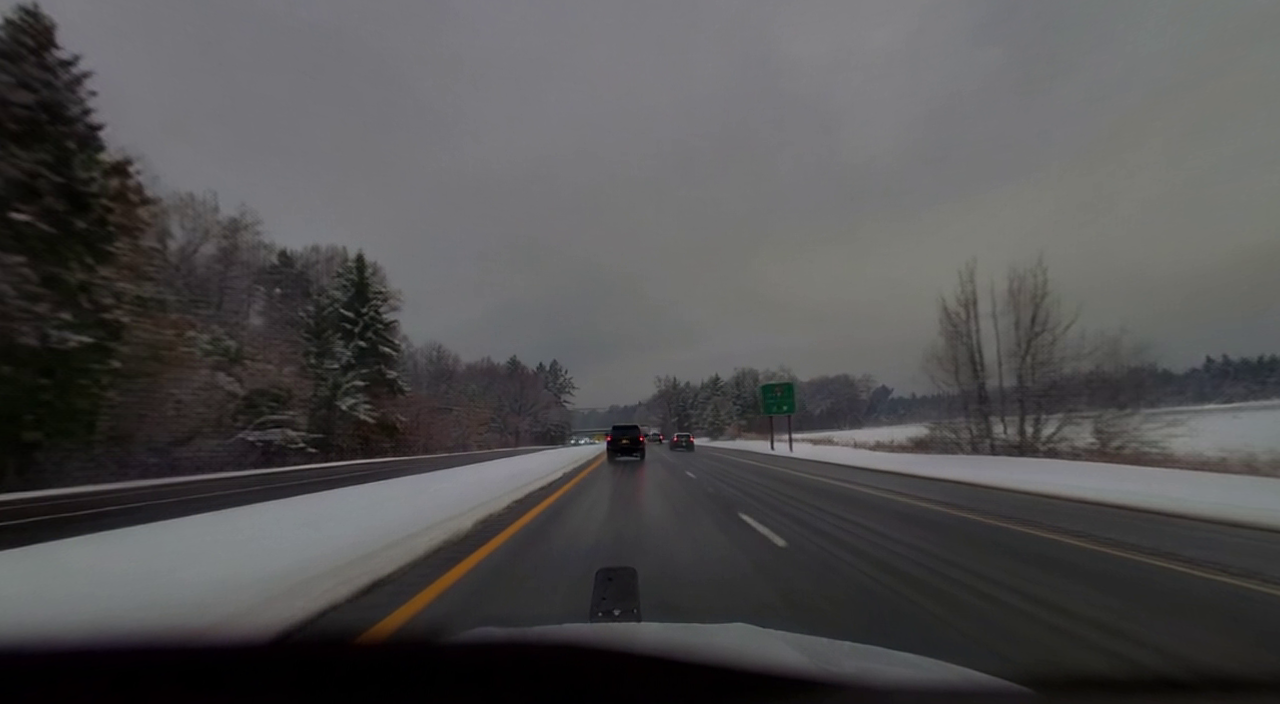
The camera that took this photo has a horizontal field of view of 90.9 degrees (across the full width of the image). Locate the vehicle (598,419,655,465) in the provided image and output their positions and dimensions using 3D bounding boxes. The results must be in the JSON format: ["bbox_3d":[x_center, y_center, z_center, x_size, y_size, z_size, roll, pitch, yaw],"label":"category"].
[{"bbox_3d":[-0.624,4.305,30.192,2.503,2.044,4.633,0,-8,-1],"label":"vehicle"}]
